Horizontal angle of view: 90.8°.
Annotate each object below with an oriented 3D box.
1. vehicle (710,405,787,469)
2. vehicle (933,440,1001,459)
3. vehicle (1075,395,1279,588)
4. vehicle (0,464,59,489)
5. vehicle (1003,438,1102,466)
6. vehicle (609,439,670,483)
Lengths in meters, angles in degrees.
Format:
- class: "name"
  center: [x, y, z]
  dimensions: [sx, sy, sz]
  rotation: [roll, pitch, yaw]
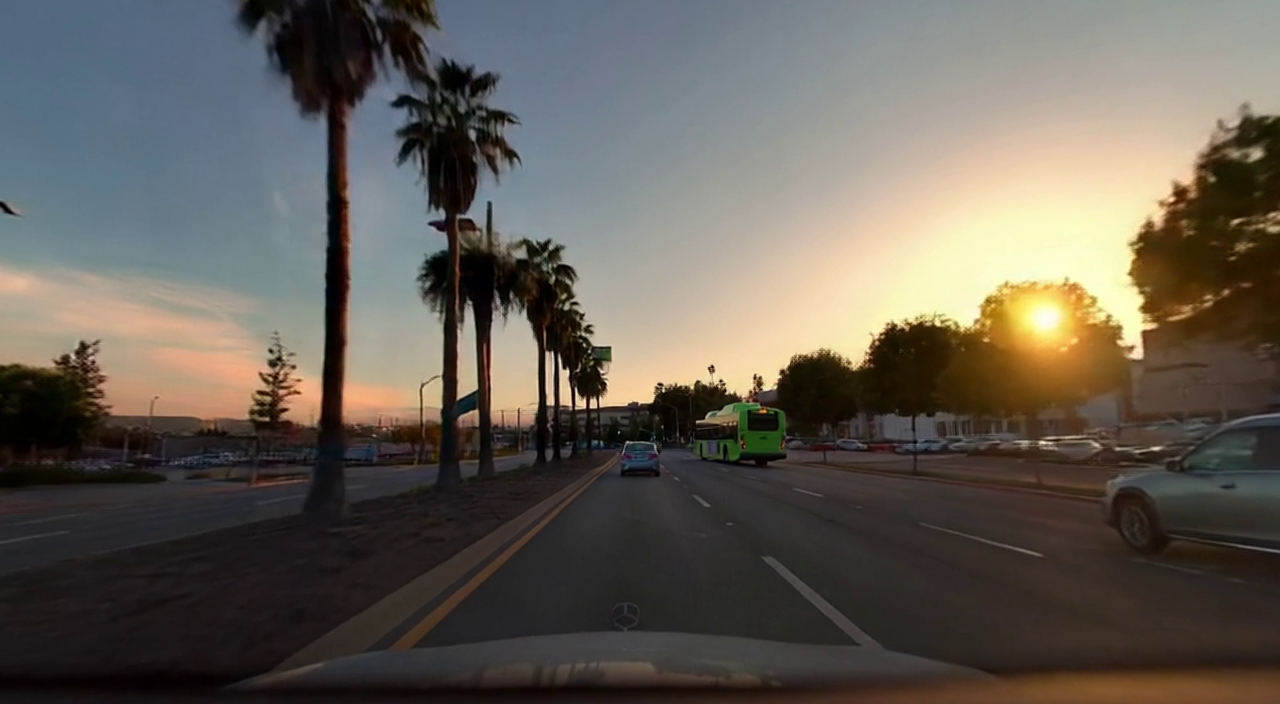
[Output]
- class: "vehicle"
  center: [6.255, 5.225, 38.186]
  dimensions: [2.795, 3.383, 9.287]
  rotation: [0, -9, -1]
- class: "vehicle"
  center: [25.748, 7.667, 49.793]
  dimensions: [4.319, 1.444, 1.888]
  rotation: [0, -9, -2]
- class: "vehicle"
  center: [6.611, 1.288, 5.949]
  dimensions: [2.031, 1.670, 4.154]
  rotation: [0, -9, 0]
- class: "vehicle"
  center: [-44.524, 8.830, 44.894]
  dimensions: [1.821, 1.562, 4.375]
  rotation: [-2, -9, 12]
- class: "vehicle"
  center: [23.023, 5.619, 35.386]
  dimensions: [4.229, 1.428, 1.883]
  rotation: [1, -9, 0]
- class: "vehicle"
  center: [-0.065, 4.052, 23.789]
  dimensions: [2.065, 1.477, 4.306]
  rotation: [0, -9, -1]
